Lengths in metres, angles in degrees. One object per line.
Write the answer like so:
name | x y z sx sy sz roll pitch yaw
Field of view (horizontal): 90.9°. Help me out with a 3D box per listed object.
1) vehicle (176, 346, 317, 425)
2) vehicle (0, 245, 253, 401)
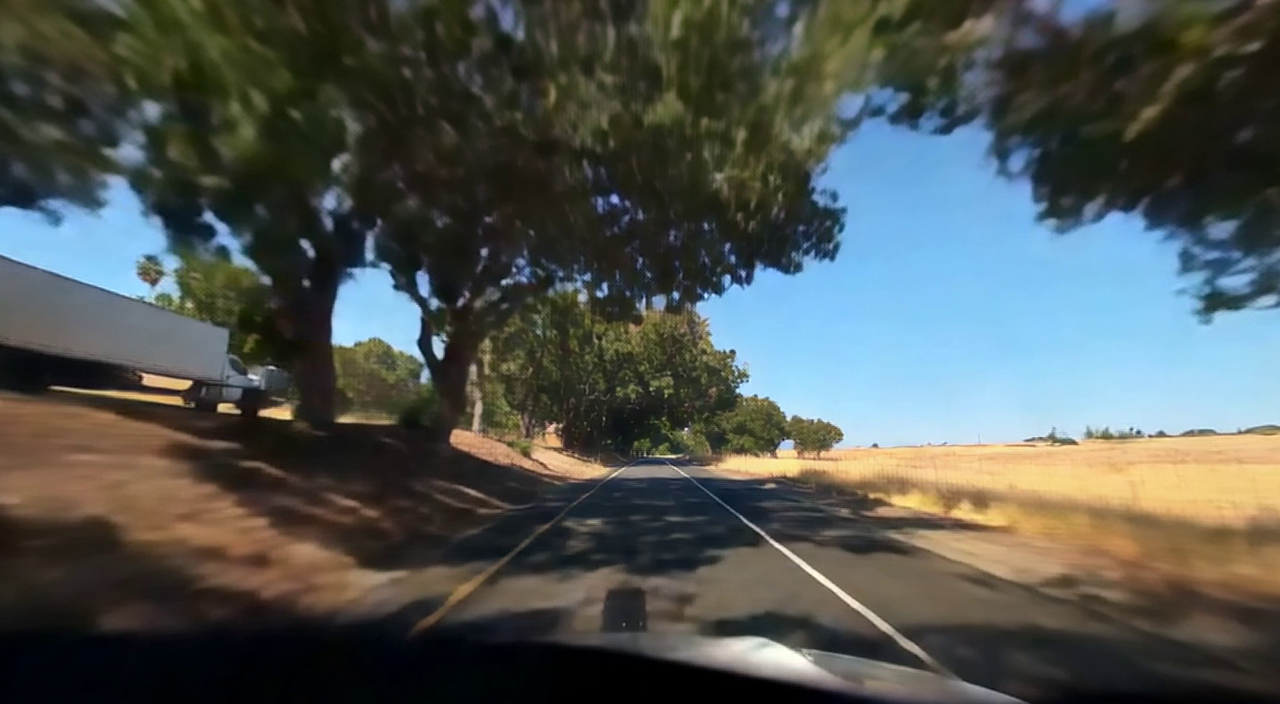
vehicle | -23.924 2.231 39.114 3.022 4.324 8.607 -1 -5 2
vehicle | -24.989 -0.784 28.805 3.314 4.163 16.558 -1 -11 3
